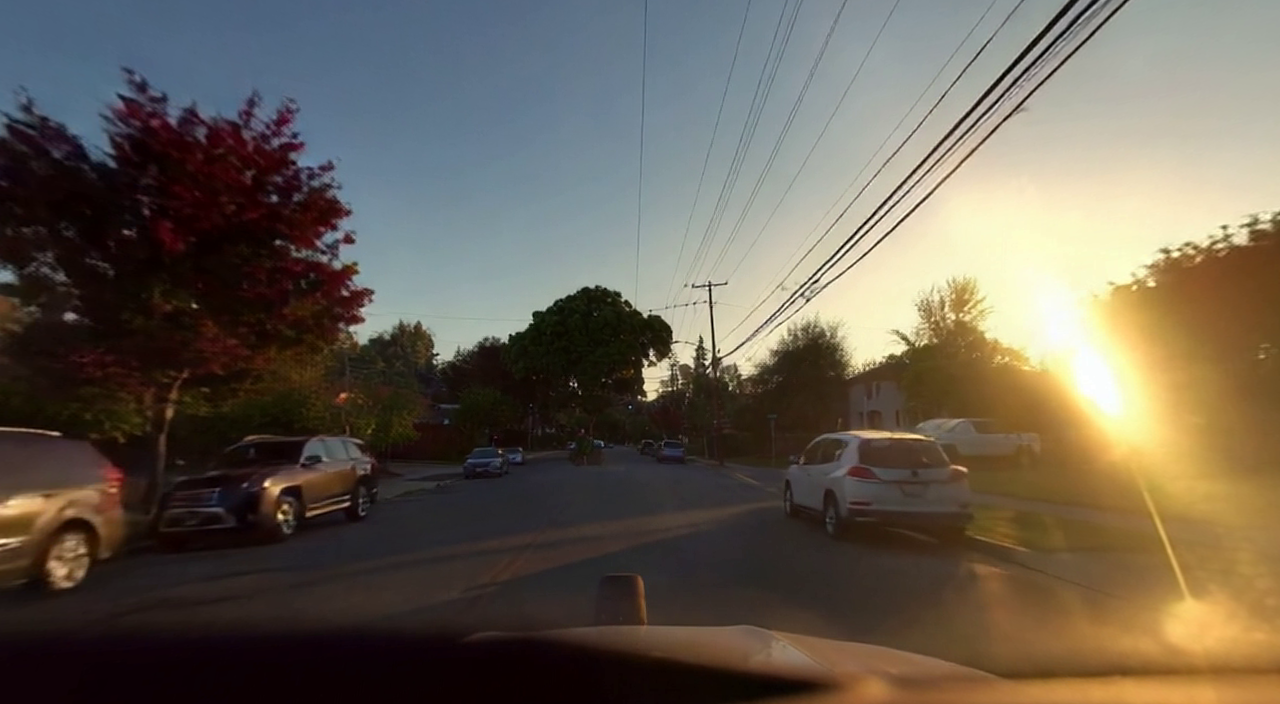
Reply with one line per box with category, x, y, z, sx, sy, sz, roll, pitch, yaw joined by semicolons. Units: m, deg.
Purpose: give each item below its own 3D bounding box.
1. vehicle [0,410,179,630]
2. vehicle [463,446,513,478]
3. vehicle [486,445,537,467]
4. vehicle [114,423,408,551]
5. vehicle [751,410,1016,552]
vehicle;-6.325;1.344;4.899;2.031;1.799;4.587;0;-9;-1
vehicle;-7.441;5.418;31.308;1.997;1.456;4.319;1;-9;-8
vehicle;-9.478;7.610;46.284;2.033;1.477;4.626;6;-10;-33
vehicle;-6.407;2.337;11.714;2.158;1.817;5.230;0;-9;0
vehicle;3.545;2.036;10.725;2.178;1.757;5.495;0;-9;-2
